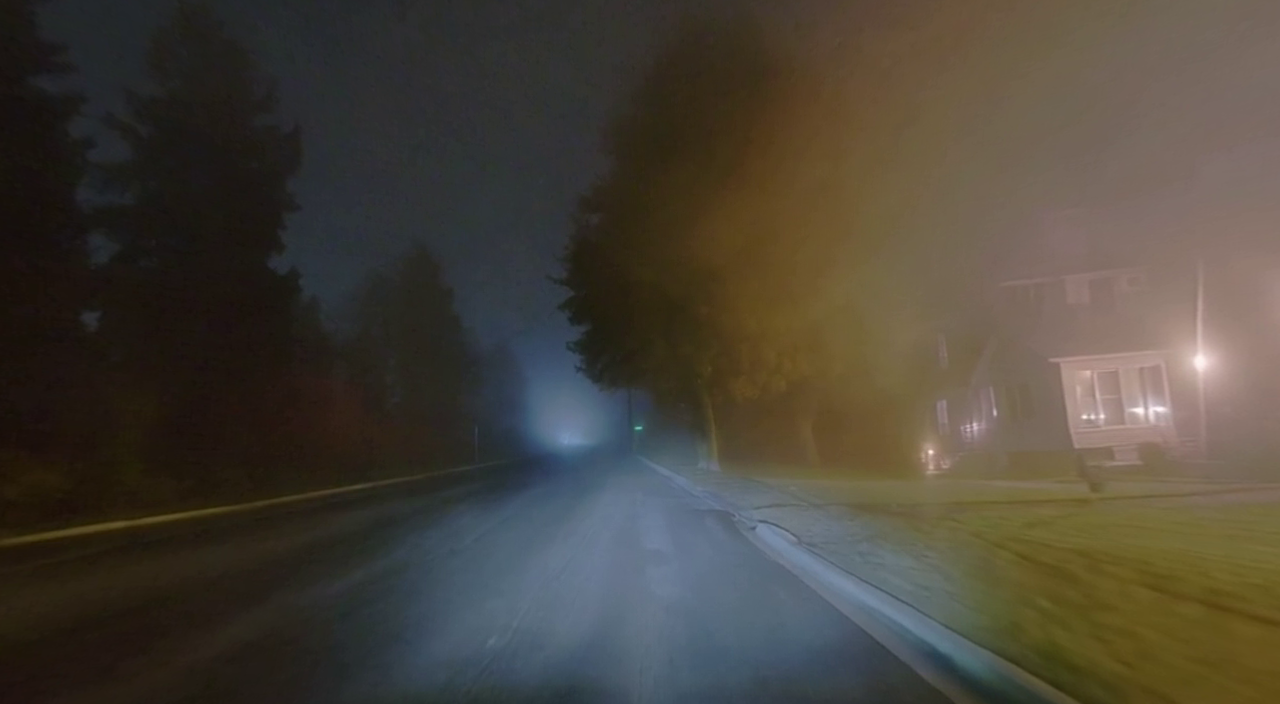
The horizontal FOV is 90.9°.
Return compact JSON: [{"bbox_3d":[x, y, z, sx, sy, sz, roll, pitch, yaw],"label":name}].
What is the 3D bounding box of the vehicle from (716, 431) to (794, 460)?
[{"bbox_3d":[6.694,5.455,36.933,4.153,1.605,1.835,1,-8,-4],"label":"vehicle"}]
